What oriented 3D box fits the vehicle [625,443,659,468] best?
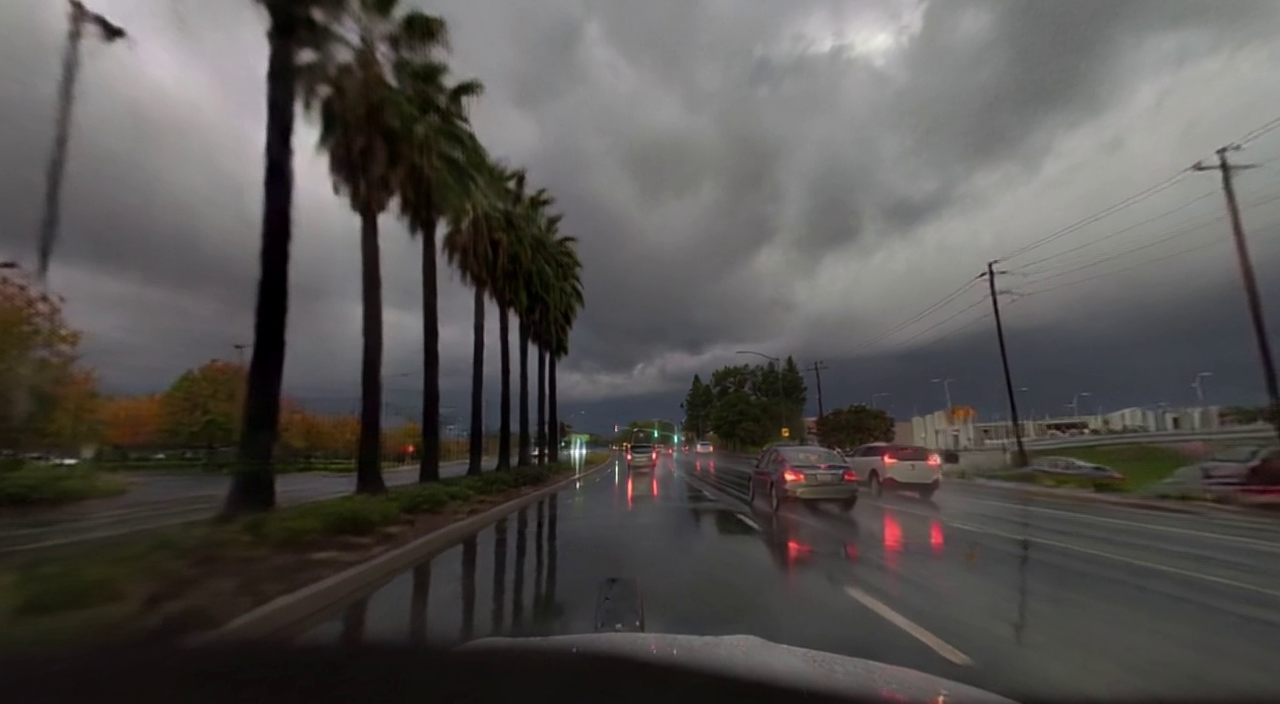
[{"bbox_3d":[0.105,6.506,39.807,2.031,1.444,4.361,1,-8,-1],"label":"vehicle"}]

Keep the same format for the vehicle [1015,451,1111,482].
[{"bbox_3d":[21.672,5.846,32.592,1.854,1.411,4.490,0,-8,0],"label":"vehicle"}]

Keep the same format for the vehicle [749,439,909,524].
[{"bbox_3d":[3.693,2.603,13.313,1.875,1.452,4.453,1,-8,-2],"label":"vehicle"}]

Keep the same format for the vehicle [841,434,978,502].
[{"bbox_3d":[7.397,3.211,17.919,1.916,1.646,4.258,1,-8,-1],"label":"vehicle"}]
